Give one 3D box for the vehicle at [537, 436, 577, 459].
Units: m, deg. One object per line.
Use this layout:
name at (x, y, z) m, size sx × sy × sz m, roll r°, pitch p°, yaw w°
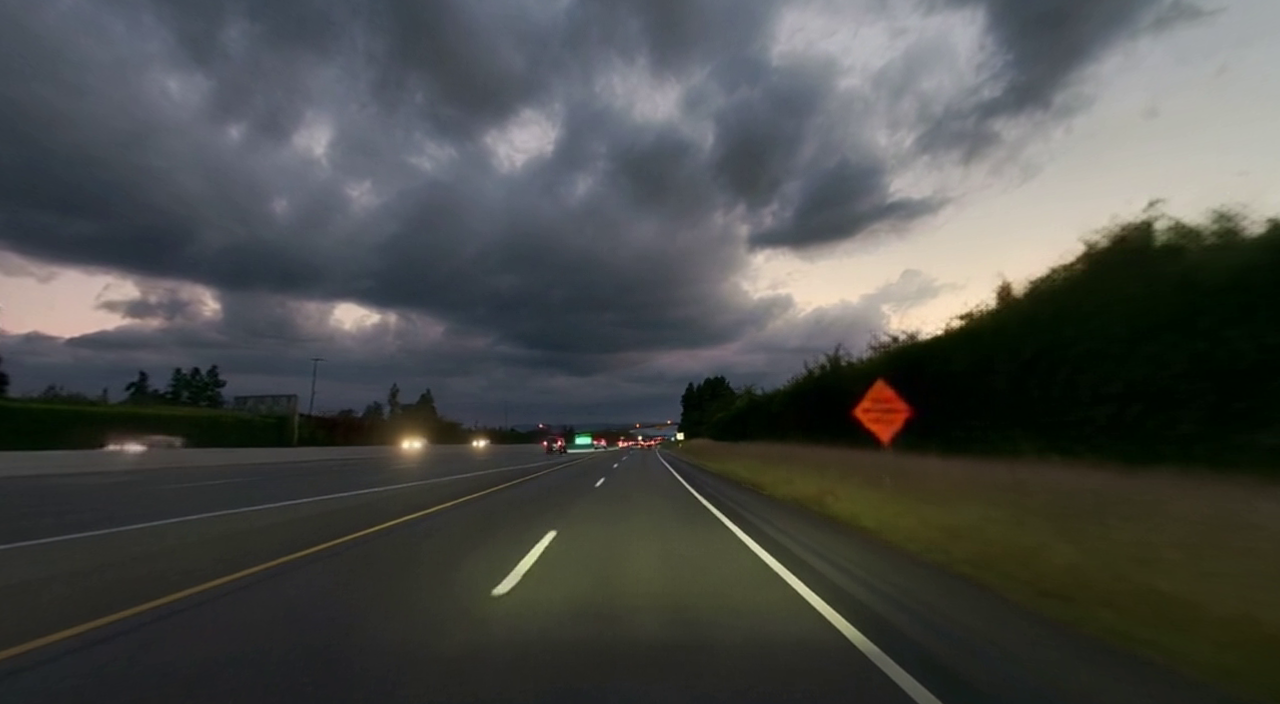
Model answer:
vehicle at (-6.104, 7.034, 46.857) m, size 2.141 × 1.612 × 3.998 m, roll -1°, pitch -8°, yaw 5°
